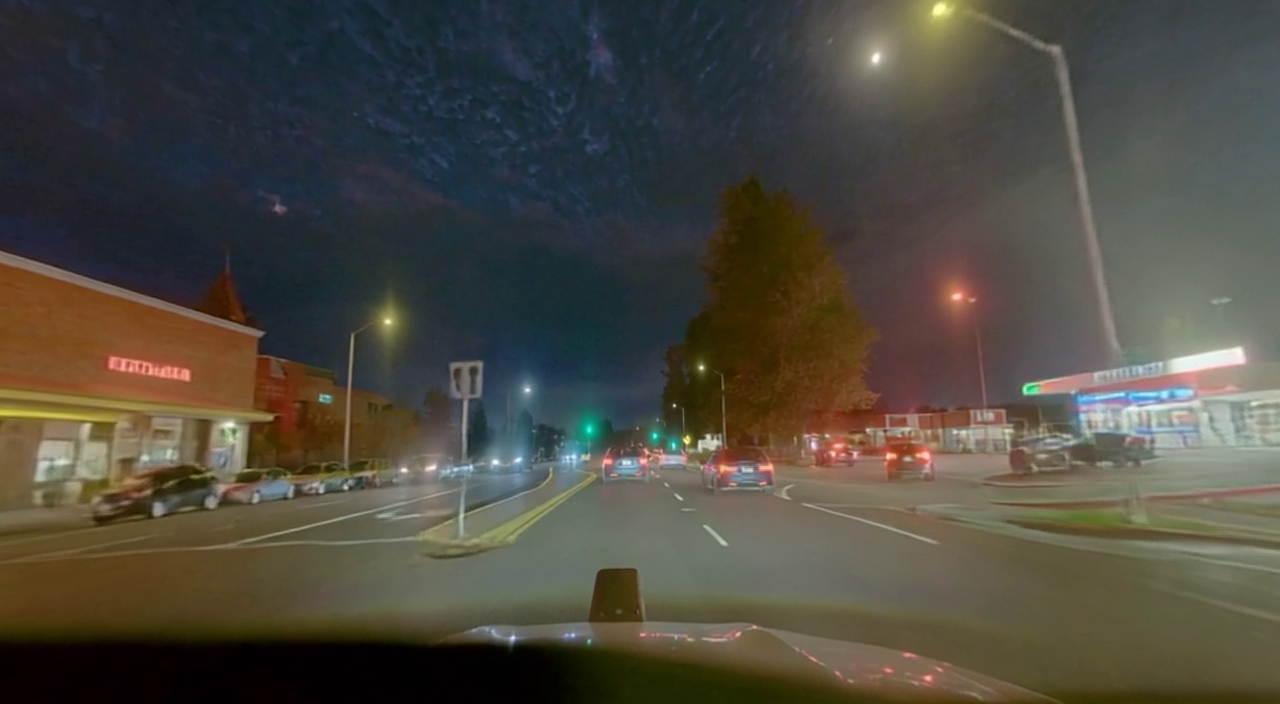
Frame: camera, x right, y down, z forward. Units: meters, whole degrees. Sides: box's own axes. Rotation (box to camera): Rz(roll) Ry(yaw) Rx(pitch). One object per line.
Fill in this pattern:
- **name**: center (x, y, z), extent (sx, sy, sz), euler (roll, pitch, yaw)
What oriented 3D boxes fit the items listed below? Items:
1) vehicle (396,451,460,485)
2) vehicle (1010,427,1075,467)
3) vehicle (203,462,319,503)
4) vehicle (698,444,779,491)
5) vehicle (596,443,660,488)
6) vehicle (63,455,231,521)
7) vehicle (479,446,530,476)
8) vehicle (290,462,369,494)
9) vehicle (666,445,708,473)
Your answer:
- **vehicle**: center (-11.260, 6.163, 33.961), extent (1.997, 1.677, 4.327), euler (-1, -9, -1)
- **vehicle**: center (18.560, 4.422, 29.357), extent (1.937, 1.691, 4.746), euler (-5, -10, 26)
- **vehicle**: center (-15.600, 5.361, 26.379), extent (1.871, 1.452, 4.579), euler (-1, -9, 2)
- **vehicle**: center (3.337, 3.999, 22.233), extent (2.060, 1.471, 4.168), euler (0, -9, -2)
- **vehicle**: center (-0.460, 4.317, 24.390), extent (2.232, 1.508, 4.319), euler (0, -9, -1)
- **vehicle**: center (-15.603, 4.276, 20.410), extent (1.979, 1.819, 4.308), euler (0, -9, -2)
- **vehicle**: center (-8.544, 6.899, 40.206), extent (2.273, 1.748, 4.379), euler (-1, -9, 0)
- **vehicle**: center (-15.497, 6.288, 31.875), extent (1.711, 1.351, 4.565), euler (-1, -9, -1)
- **vehicle**: center (2.744, 6.397, 37.971), extent (2.098, 1.527, 3.966), euler (0, -9, -2)
